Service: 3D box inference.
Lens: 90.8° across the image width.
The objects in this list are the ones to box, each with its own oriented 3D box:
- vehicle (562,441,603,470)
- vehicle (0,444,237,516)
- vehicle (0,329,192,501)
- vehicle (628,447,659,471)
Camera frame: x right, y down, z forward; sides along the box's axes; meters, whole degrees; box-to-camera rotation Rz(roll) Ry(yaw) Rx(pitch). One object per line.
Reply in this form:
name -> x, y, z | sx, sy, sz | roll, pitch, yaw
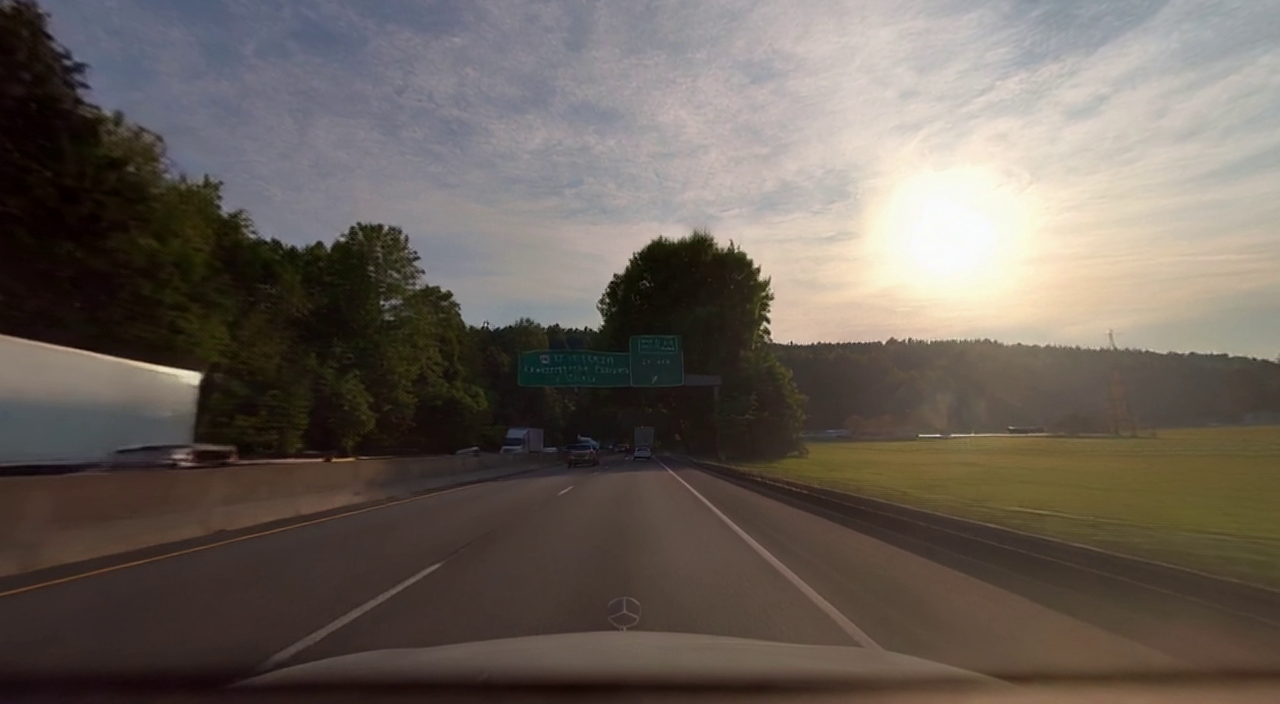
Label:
vehicle -> -3.652, 6.655, 40.676 | 2.097, 1.722, 4.808 | 0, -9, 1
vehicle -> -11.762, 2.871, 14.637 | 1.918, 1.396, 4.332 | 0, -9, 0
vehicle -> -15.967, 1.230, 13.064 | 2.865, 3.869, 14.320 | 0, -9, 0
vehicle -> 0.235, 6.737, 39.937 | 1.853, 1.436, 3.438 | 0, -9, 0
